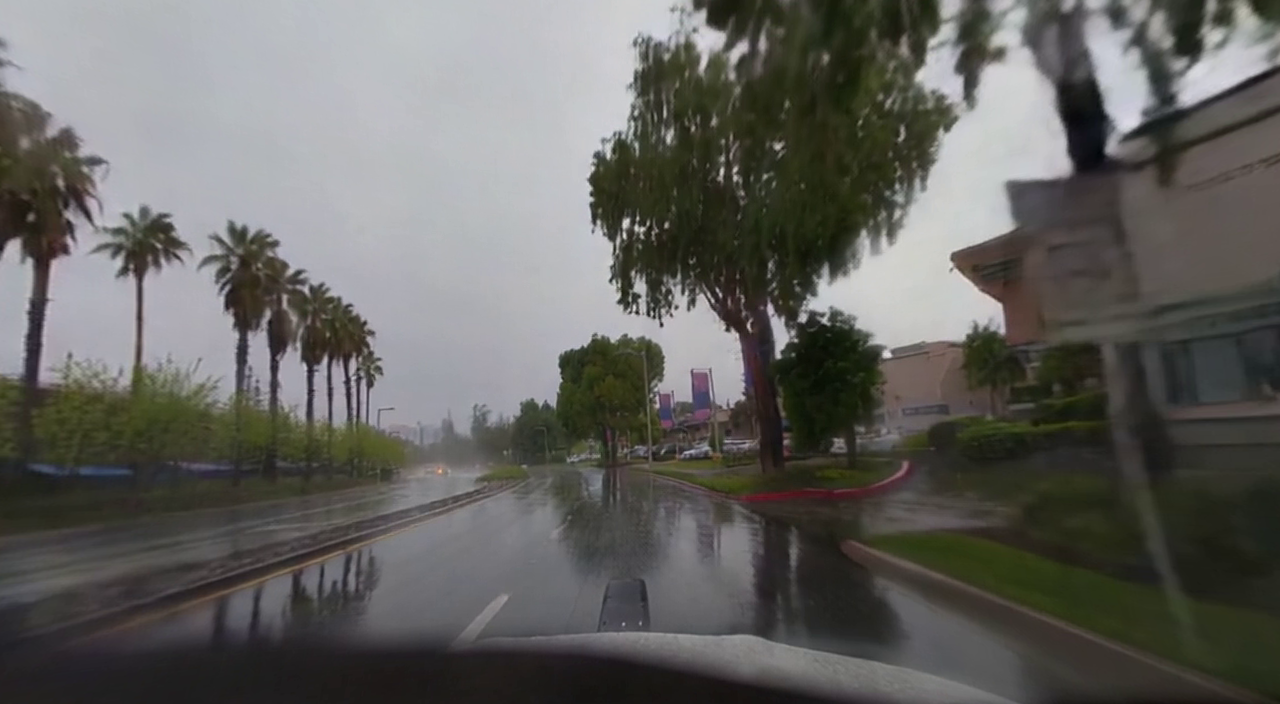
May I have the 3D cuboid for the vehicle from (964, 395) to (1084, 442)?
[{"bbox_3d":[19.240,3.405,31.690,2.002,1.686,4.537,-2,-12,-29],"label":"vehicle"}]

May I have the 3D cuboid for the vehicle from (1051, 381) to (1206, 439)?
[{"bbox_3d":[19.205,2.417,25.059,1.992,1.767,4.848,-7,-9,-3],"label":"vehicle"}]

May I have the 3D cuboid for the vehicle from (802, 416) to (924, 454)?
[{"bbox_3d":[10.078,3.809,28.682,4.671,1.630,2.200,0,-9,-1],"label":"vehicle"}]
